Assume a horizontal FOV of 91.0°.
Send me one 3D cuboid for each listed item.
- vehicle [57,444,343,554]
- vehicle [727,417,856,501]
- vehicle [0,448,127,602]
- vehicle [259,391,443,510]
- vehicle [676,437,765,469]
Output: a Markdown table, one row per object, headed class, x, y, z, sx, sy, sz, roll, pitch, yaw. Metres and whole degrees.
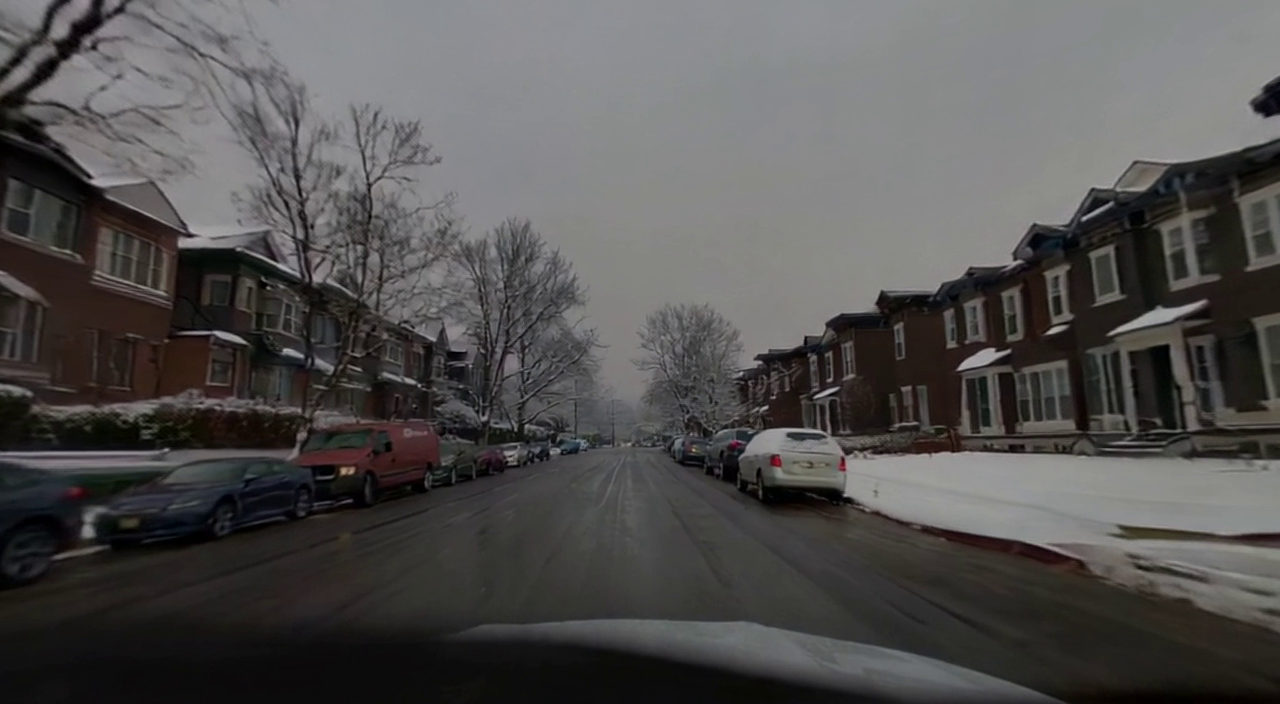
| class | x | y | z | sx | sy | sz | roll | pitch | yaw |
| --- | --- | --- | --- | --- | --- | --- | --- | --- | --- |
| vehicle | -7.181 | 2.385 | 10.969 | 1.953 | 1.501 | 4.125 | -1 | -9 | 1 |
| vehicle | 3.934 | 2.907 | 17.441 | 2.216 | 1.955 | 4.970 | 0 | -8 | -2 |
| vehicle | -7.183 | 1.613 | 5.537 | 1.832 | 1.483 | 4.140 | -1 | -9 | 0 |
| vehicle | -7.503 | 2.732 | 17.307 | 2.341 | 2.674 | 5.753 | -1 | -10 | -1 |
| vehicle | 4.668 | 5.838 | 36.687 | 4.726 | 1.731 | 2.075 | -4 | -10 | 28 |
